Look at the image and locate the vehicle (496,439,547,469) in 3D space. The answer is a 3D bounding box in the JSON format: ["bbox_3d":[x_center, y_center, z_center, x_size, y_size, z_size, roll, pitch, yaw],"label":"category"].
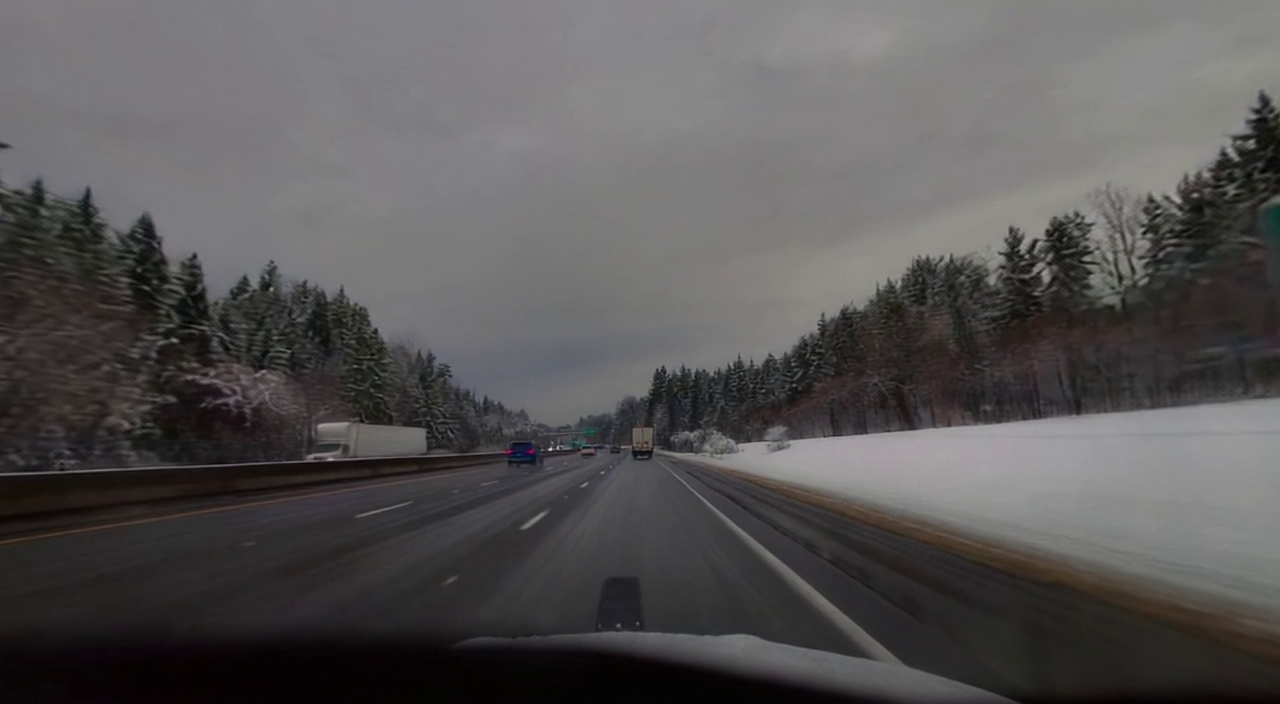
[{"bbox_3d":[-7.408,6.437,39.863,2.253,1.815,4.618,0,-9,1],"label":"vehicle"}]
